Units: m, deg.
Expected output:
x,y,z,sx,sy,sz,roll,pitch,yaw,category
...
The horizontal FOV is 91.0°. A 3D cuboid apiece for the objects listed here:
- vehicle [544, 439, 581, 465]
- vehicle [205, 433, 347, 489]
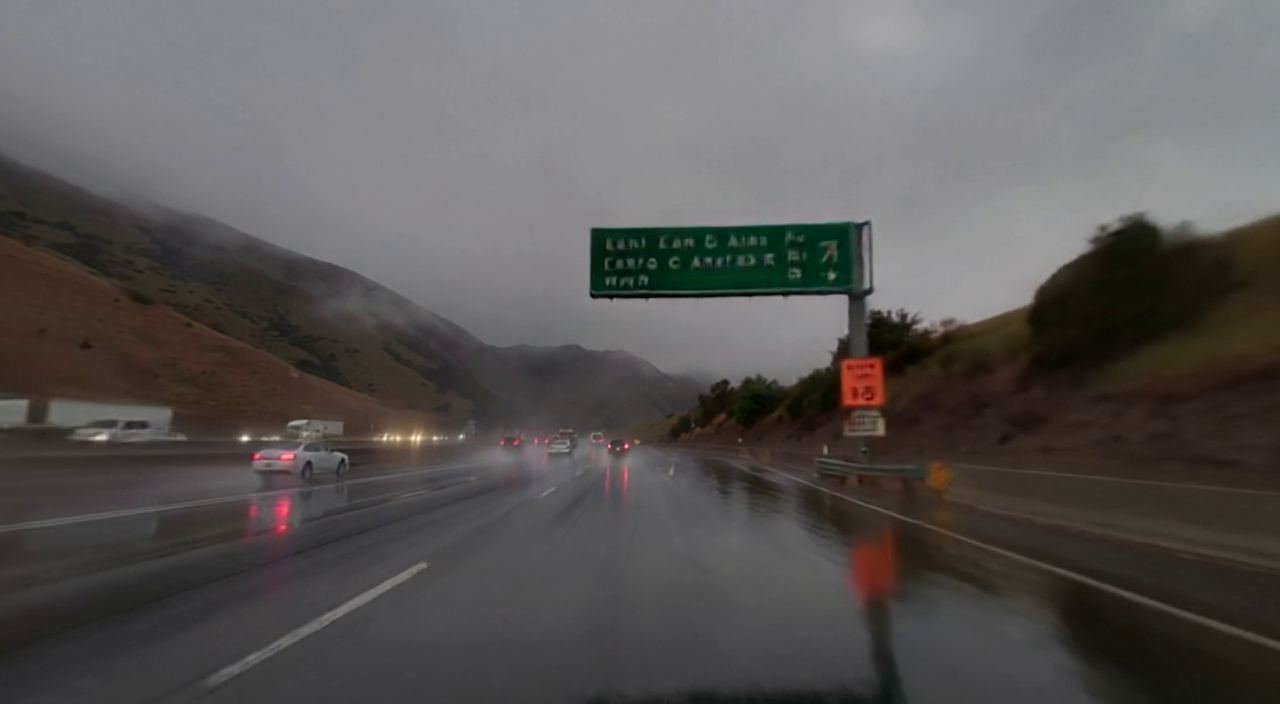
x,y,z,sx,sy,sz,roll,pitch,yaw,category
-5.142,6.691,42.210,2.060,1.631,4.214,0,-9,-1,vehicle
-11.783,3.550,20.819,2.047,1.645,4.451,0,-8,-1,vehicle
